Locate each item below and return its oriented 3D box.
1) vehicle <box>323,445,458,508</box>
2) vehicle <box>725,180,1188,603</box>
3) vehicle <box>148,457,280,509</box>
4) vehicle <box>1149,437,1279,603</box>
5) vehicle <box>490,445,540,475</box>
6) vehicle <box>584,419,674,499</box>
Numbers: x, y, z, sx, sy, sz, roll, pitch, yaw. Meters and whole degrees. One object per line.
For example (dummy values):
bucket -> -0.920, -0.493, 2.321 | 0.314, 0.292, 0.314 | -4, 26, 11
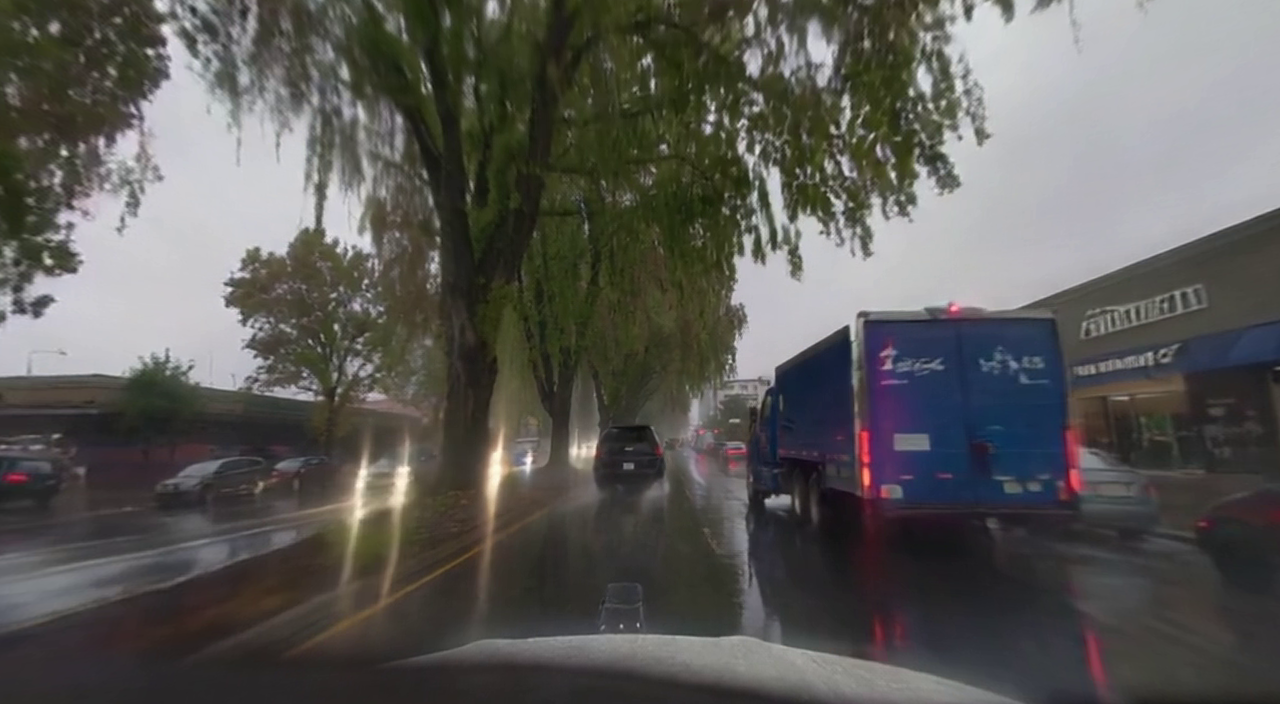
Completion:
vehicle -> -6.913, 3.461, 18.126 | 2.056, 1.534, 4.645 | 0, -8, -1
vehicle -> 3.895, 1.253, 12.699 | 3.007, 4.206, 12.913 | 0, -9, 2
vehicle -> -15.695, 4.796, 23.625 | 1.841, 1.567, 4.413 | -3, -8, 1
vehicle -> 6.850, 1.461, 5.219 | 1.929, 1.522, 4.158 | -1, -8, 3
vehicle -> -7.353, 6.386, 37.652 | 1.937, 1.641, 4.575 | 0, -8, 1
vehicle -> -0.153, 3.100, 18.685 | 2.293, 2.036, 4.853 | -1, -8, 3
